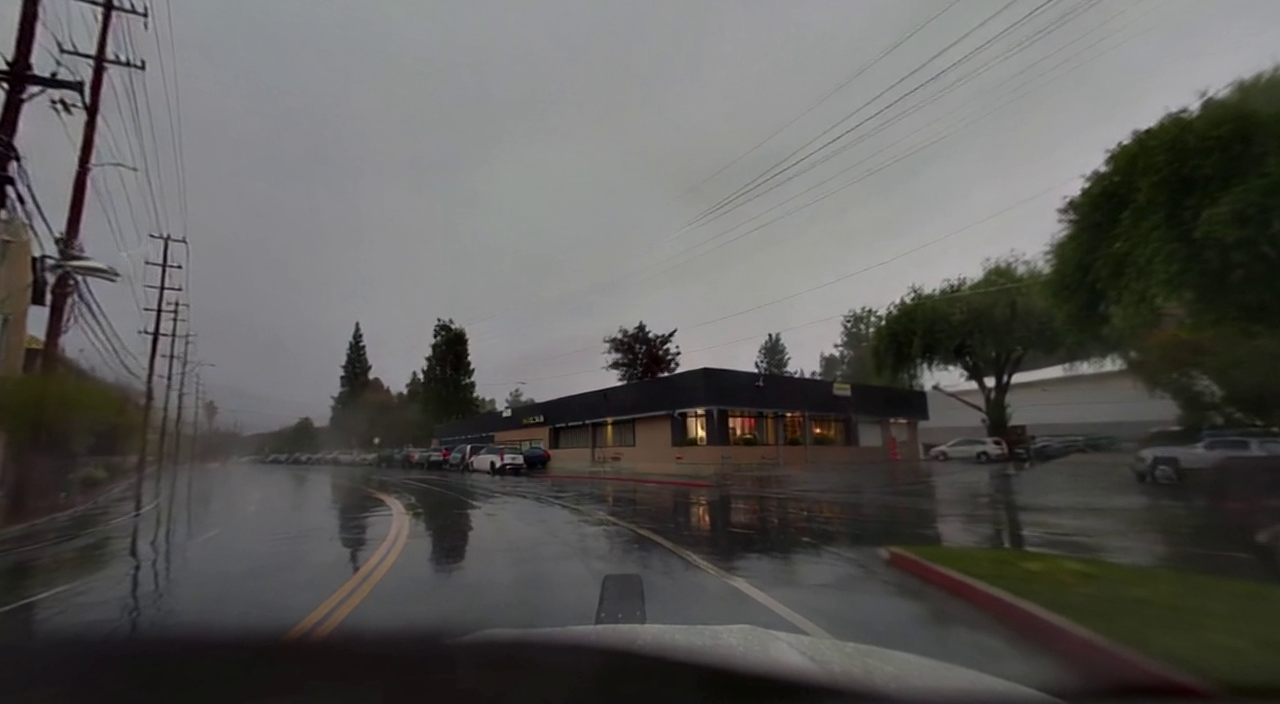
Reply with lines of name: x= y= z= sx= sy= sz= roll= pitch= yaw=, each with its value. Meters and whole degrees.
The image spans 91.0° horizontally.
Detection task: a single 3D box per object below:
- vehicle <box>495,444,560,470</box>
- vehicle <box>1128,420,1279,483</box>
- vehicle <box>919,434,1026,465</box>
vehicle: x=-7.092 y=6.705 z=40.397 sx=2.074 sy=1.526 sz=4.853 roll=-3 pitch=-9 yaw=17
vehicle: x=17.898 y=2.976 z=19.006 sx=4.543 sy=1.744 sz=2.164 roll=0 pitch=-8 yaw=-3
vehicle: x=17.247 y=5.071 z=32.801 sx=4.454 sy=1.504 sz=1.970 roll=0 pitch=-8 yaw=-2
